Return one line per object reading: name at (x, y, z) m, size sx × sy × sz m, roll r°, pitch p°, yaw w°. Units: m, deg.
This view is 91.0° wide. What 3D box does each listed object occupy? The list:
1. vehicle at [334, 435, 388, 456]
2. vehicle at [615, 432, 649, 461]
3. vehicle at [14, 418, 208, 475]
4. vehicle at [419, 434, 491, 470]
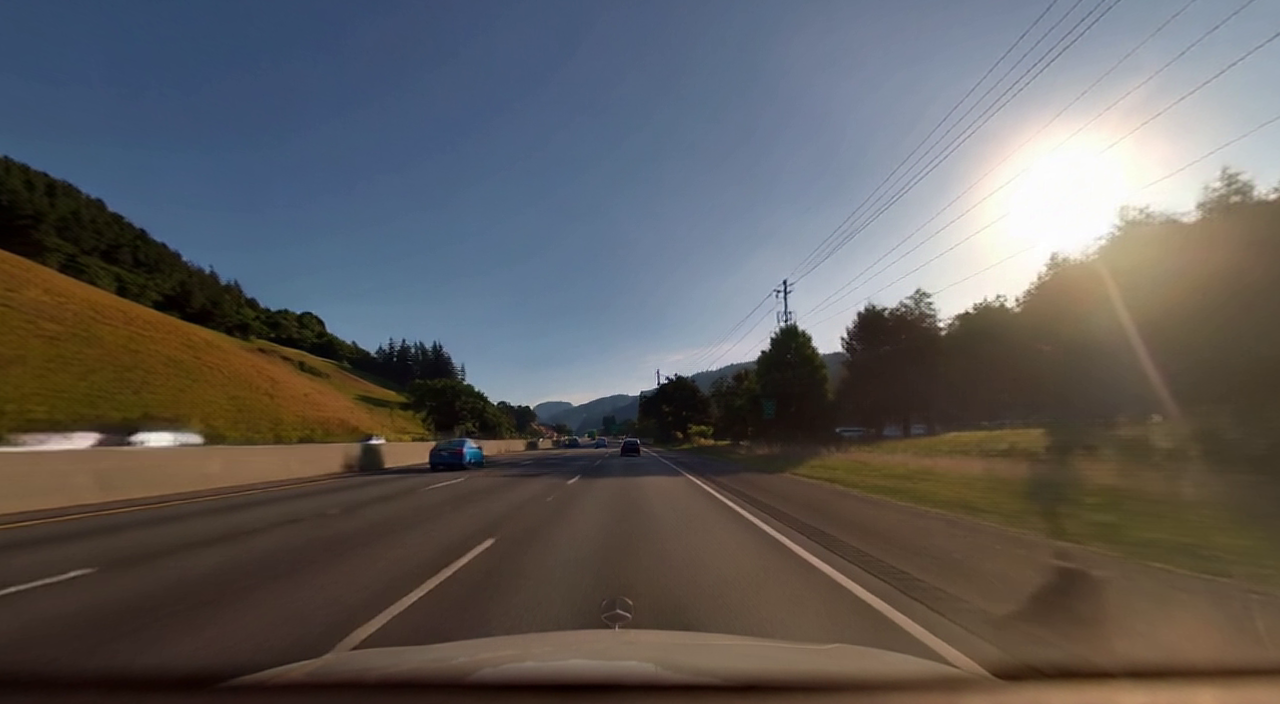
vehicle at (-20.368, 6.835, 46.164) m, size 1.896 × 1.464 × 4.522 m, roll 0°, pitch -8°, yaw -1°
vehicle at (-0.512, 6.082, 40.648) m, size 2.040 × 1.715 × 3.906 m, roll 0°, pitch -8°, yaw -1°
vehicle at (-15.541, 2.823, 18.900) m, size 1.896 × 1.466 × 4.500 m, roll 0°, pitch -8°, yaw 0°
vehicle at (-8.380, 4.555, 28.915) m, size 2.047 × 1.486 × 4.306 m, roll 0°, pitch -8°, yaw 0°
